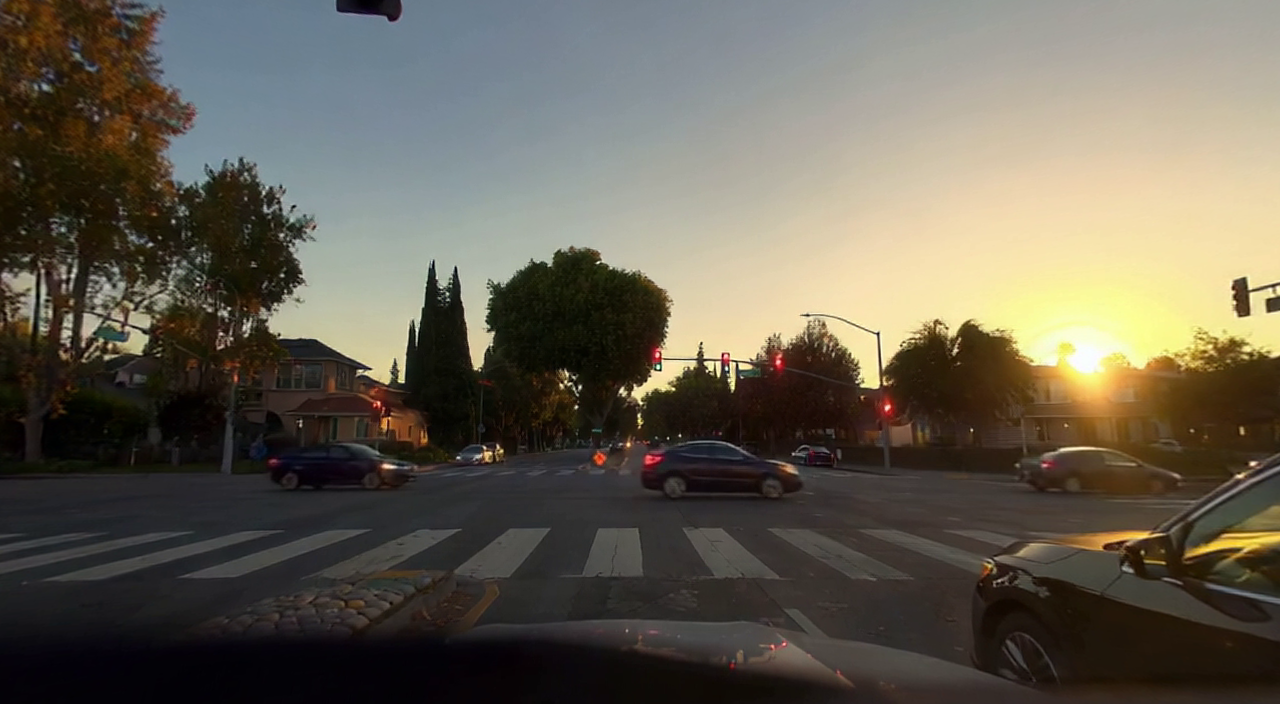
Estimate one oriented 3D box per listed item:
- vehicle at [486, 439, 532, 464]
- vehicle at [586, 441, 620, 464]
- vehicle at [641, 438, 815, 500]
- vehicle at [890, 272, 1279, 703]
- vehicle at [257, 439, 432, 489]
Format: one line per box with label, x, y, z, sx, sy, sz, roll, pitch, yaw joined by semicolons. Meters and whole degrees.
vehicle;-8.939;6.855;43.644;2.028;1.654;5.027;0;-9;1
vehicle;-2.417;6.710;42.260;2.046;1.491;4.118;0;-9;1
vehicle;2.198;3.070;16.771;4.290;1.518;1.888;0;-9;-1
vehicle;2.709;0.715;1.719;2.085;1.800;4.908;0;-9;1
vehicle;-9.194;3.511;19.987;4.537;1.501;1.950;0;-9;-1
